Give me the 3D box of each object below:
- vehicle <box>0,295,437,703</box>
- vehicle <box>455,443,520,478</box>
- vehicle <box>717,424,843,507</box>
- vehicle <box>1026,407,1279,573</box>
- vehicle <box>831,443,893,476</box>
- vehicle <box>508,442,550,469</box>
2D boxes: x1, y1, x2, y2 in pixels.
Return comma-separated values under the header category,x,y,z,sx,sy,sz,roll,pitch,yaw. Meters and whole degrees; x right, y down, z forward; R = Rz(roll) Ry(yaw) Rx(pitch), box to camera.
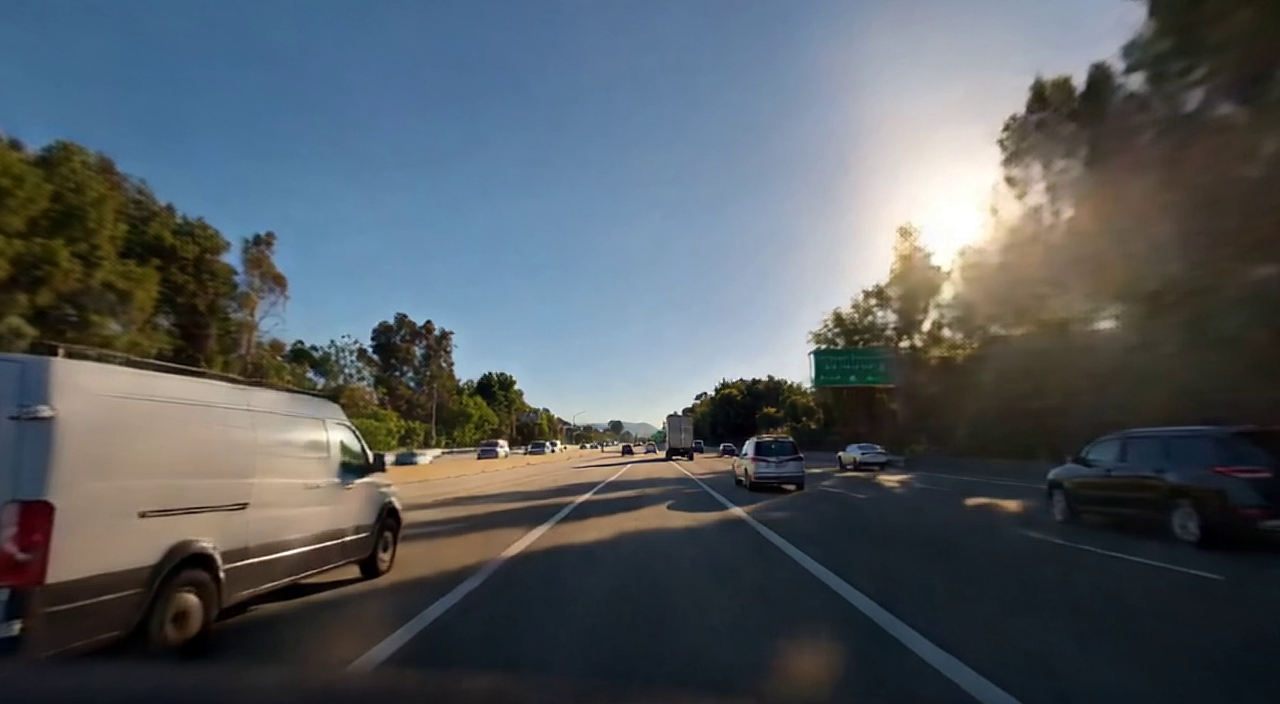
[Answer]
category,x,y,z,sx,sy,sz,roll,pitch,yaw
vehicle,-3.541,1.071,4.670,2.159,1.922,5.345,0,-8,1
vehicle,-7.666,5.471,32.157,2.012,1.669,4.599,0,-8,2
vehicle,3.452,2.912,16.660,2.209,1.862,4.717,0,-8,-1
vehicle,7.600,1.727,8.594,1.976,1.703,4.288,0,-8,1
vehicle,10.927,5.294,31.304,1.827,1.493,3.919,0,-8,3
vehicle,-7.442,6.989,42.722,1.955,1.742,4.446,0,-8,1
